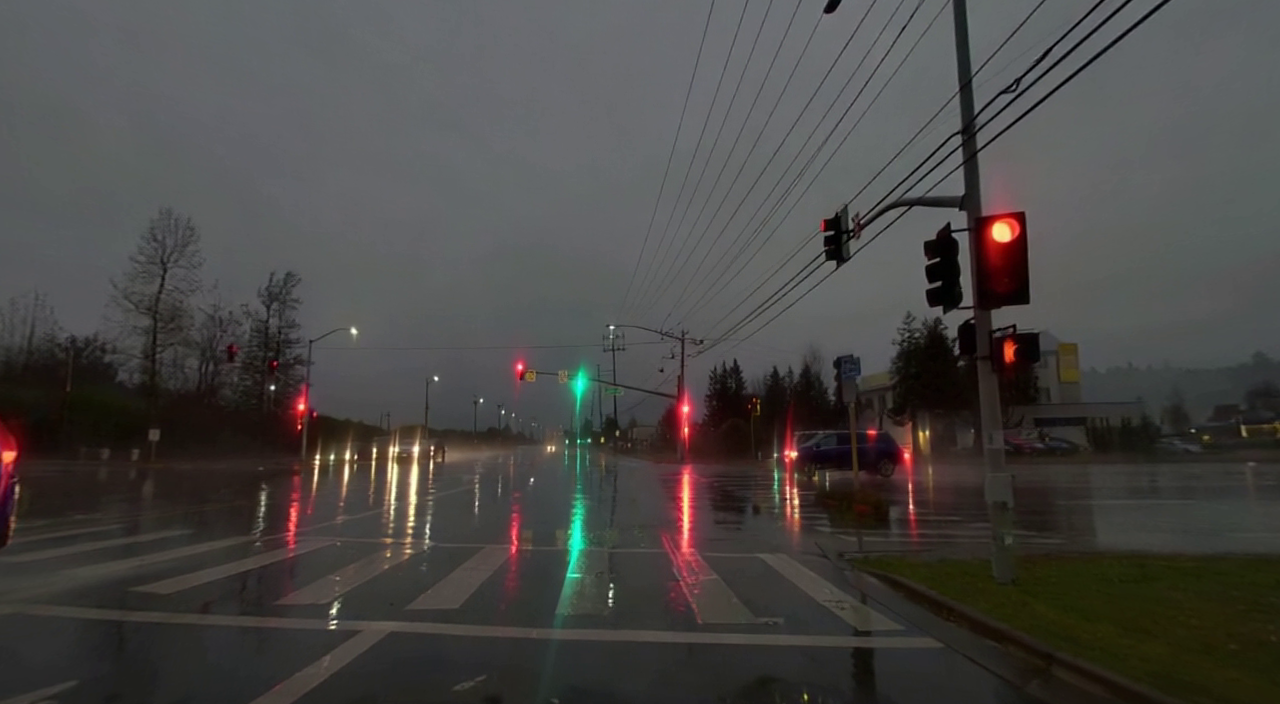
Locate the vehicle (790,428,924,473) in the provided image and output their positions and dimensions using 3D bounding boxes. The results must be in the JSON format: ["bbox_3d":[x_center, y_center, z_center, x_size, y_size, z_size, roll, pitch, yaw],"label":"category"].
[{"bbox_3d":[8.694,4.019,25.727,4.884,1.714,2.021,-2,-9,12],"label":"vehicle"}]
